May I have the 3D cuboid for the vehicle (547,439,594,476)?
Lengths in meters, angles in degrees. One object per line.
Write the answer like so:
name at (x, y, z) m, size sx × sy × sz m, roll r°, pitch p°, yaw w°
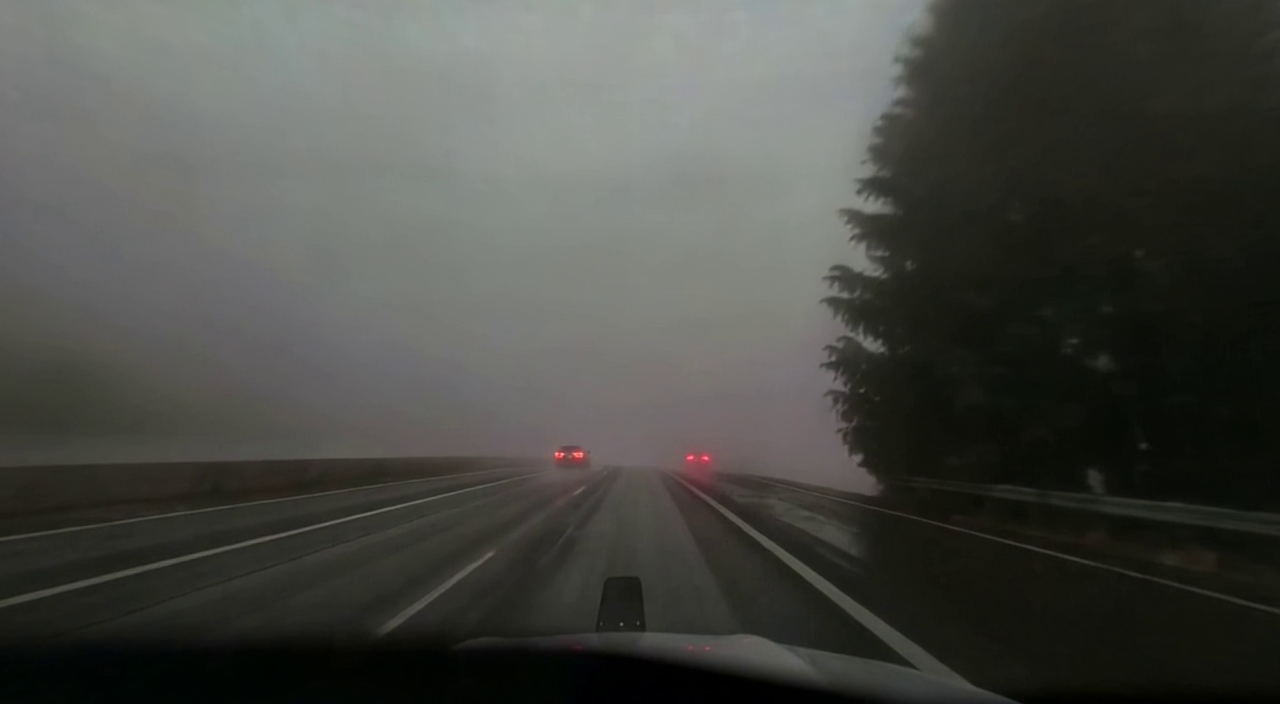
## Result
vehicle at (-4.146, 6.372, 38.332) m, size 2.278 × 2.054 × 4.498 m, roll 0°, pitch -9°, yaw 1°

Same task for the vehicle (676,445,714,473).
vehicle at (3.698, 7.280, 43.149) m, size 2.133 × 1.746 × 4.511 m, roll 0°, pitch -9°, yaw -1°
